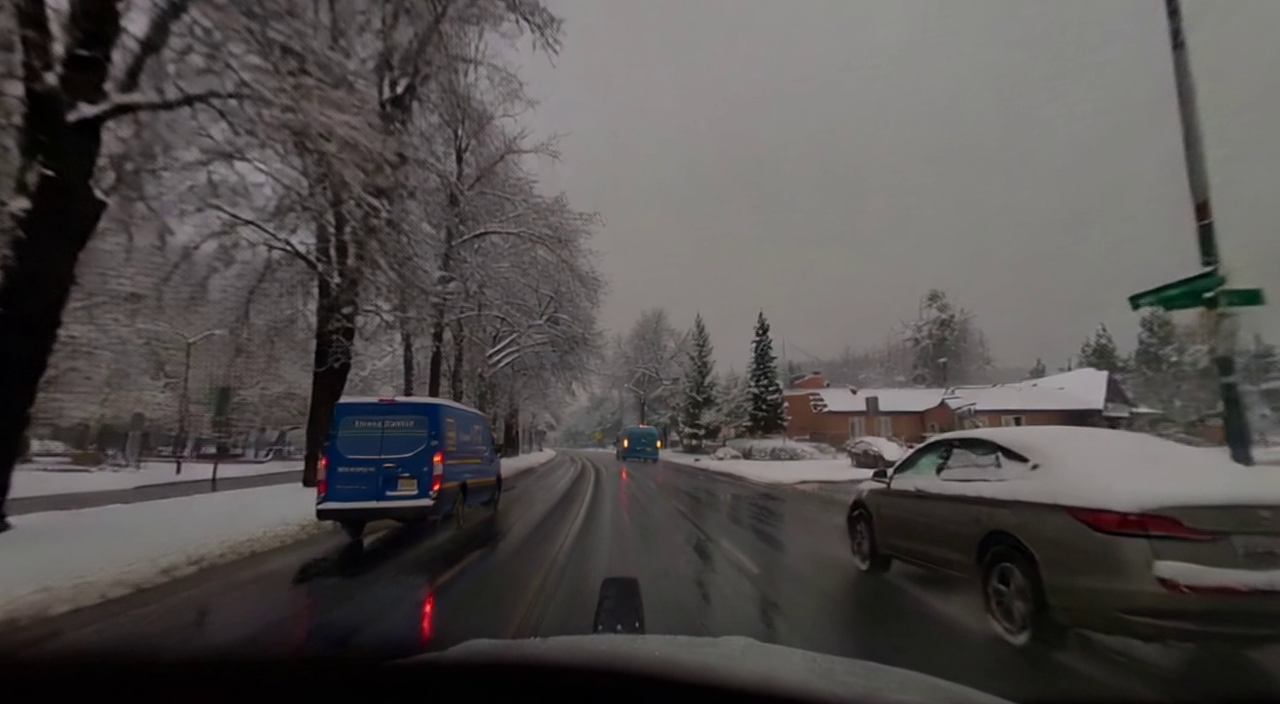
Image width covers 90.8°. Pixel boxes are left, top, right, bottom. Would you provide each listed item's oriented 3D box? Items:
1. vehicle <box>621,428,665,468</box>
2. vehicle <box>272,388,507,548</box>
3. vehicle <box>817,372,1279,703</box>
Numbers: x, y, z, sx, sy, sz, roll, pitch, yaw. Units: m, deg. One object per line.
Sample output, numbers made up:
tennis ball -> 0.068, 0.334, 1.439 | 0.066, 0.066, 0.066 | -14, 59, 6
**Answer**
vehicle -> 0.129, 6.675, 44.088 | 2.397, 2.566, 5.324 | 1, -9, -6
vehicle -> -3.974, 1.958, 11.171 | 2.420, 2.227, 4.499 | 0, -9, -2
vehicle -> 3.252, 1.265, 5.163 | 2.087, 1.658, 4.612 | 0, -9, -2
